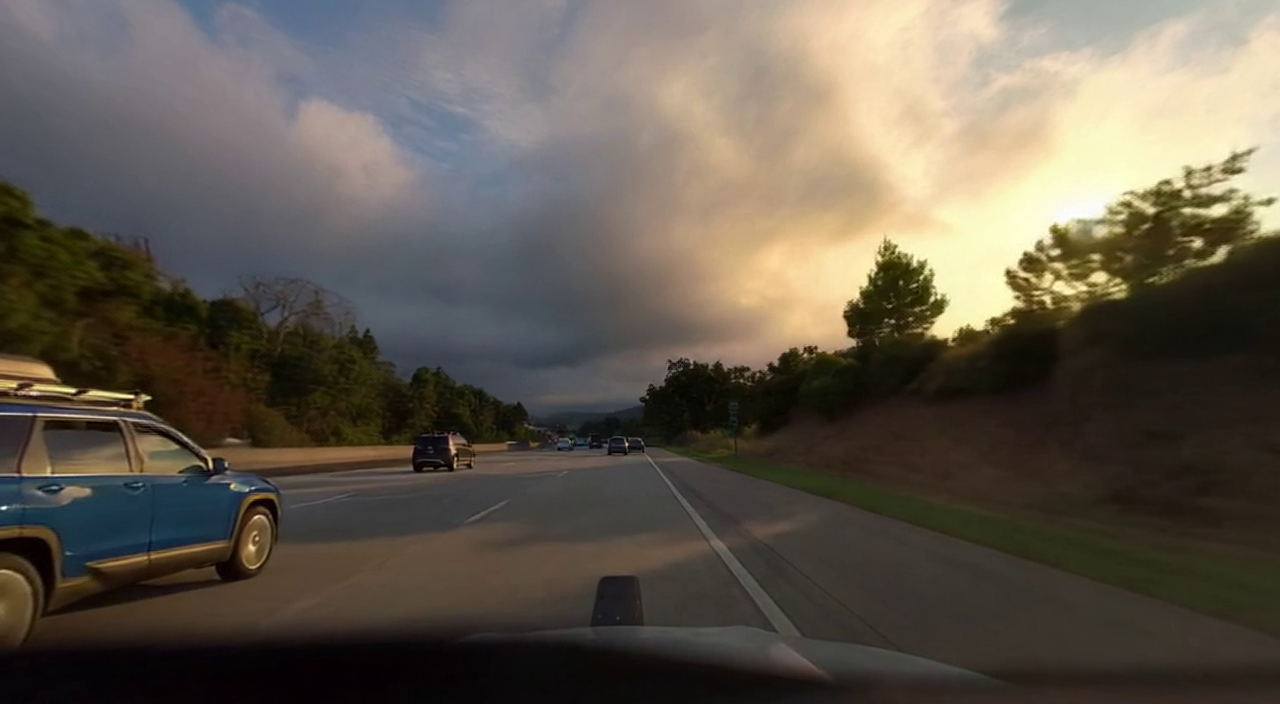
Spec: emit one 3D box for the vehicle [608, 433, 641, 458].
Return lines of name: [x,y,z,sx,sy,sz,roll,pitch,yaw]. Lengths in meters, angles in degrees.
vehicle: [-1.064,6.543,44.295,2.178,1.658,3.916,0,-8,-1]

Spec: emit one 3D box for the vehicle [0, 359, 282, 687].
vehicle: [-4.482,0.964,3.721,2.069,1.748,4.652,0,-8,-1]

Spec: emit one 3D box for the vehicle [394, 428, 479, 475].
vehicle: [-8.155,4.018,25.703,1.964,1.745,4.338,0,-8,0]
